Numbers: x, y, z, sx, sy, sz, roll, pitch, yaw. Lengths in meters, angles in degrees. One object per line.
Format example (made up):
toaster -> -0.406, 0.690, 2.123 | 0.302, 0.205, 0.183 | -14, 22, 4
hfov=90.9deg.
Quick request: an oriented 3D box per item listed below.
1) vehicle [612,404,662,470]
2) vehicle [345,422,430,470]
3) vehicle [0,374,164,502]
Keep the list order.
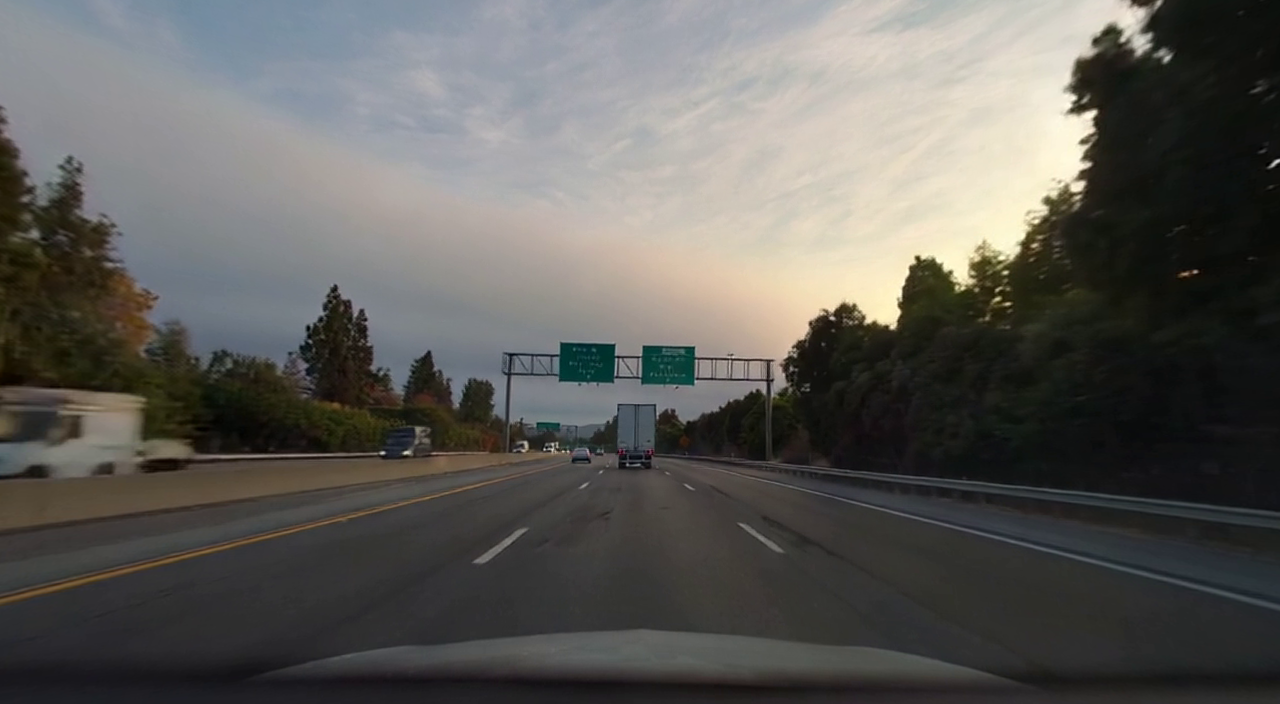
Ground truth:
vehicle -> -0.302, 5.952, 43.477 | 2.962, 3.953, 10.696 | 0, -9, -1
vehicle -> -13.293, 5.030, 33.666 | 2.229, 2.282, 5.782 | 0, -9, -1
vehicle -> -13.651, 1.850, 13.386 | 2.459, 2.466, 5.747 | 0, -9, 0
